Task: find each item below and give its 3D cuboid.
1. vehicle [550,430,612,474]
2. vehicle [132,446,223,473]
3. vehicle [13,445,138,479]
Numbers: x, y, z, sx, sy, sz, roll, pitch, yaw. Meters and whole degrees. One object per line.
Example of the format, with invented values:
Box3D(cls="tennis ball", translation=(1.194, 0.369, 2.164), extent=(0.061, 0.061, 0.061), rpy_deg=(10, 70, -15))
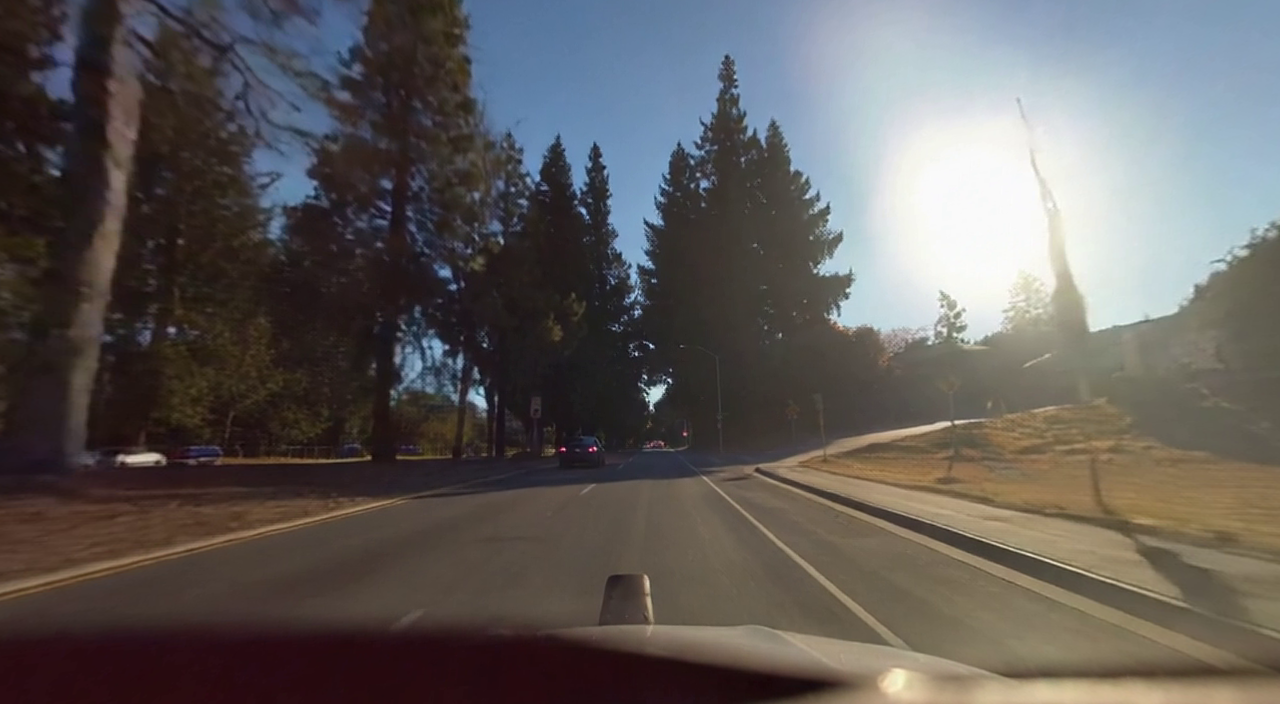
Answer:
Box3D(cls="vehicle", translation=(-2.391, 4.202, 26.722), extent=(2.016, 1.694, 4.335), rpy_deg=(0, -8, 2))
Box3D(cls="vehicle", translation=(-28.475, 6.626, 39.040), extent=(1.866, 1.479, 4.731), rpy_deg=(0, -8, 4))
Box3D(cls="vehicle", translation=(-28.987, 5.626, 32.623), extent=(1.845, 1.513, 4.993), rpy_deg=(-3, -8, 1))
